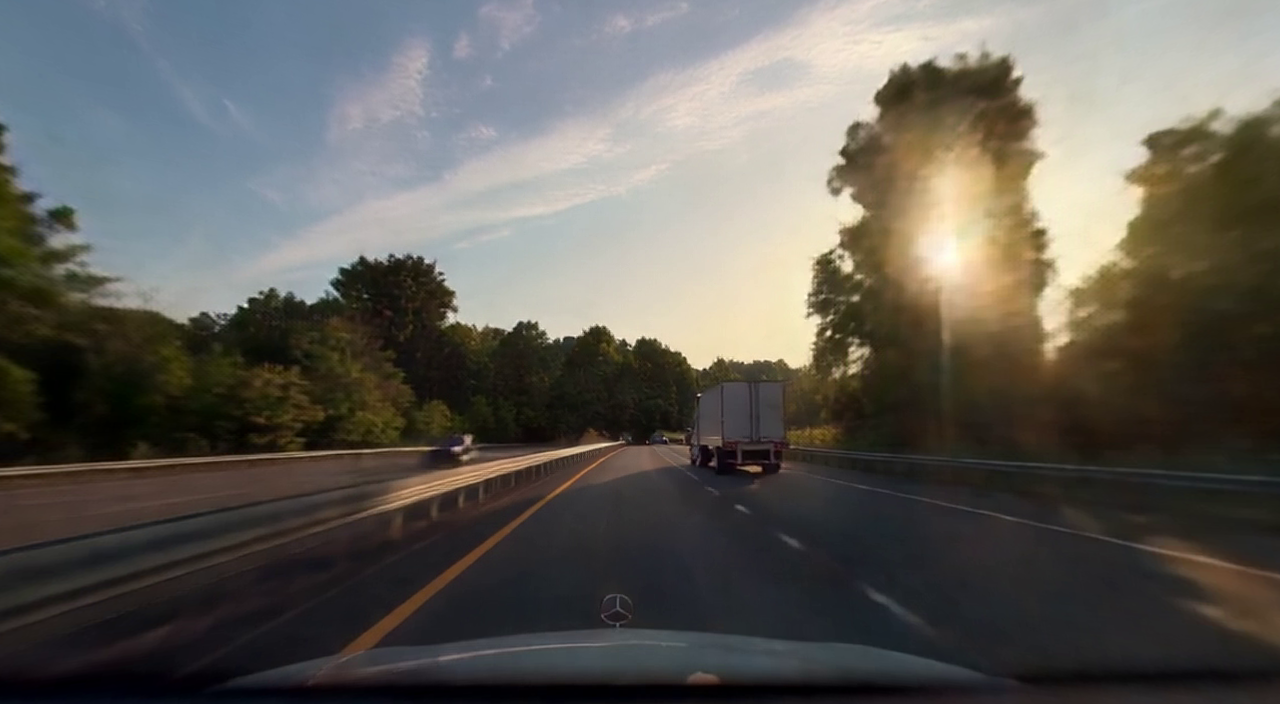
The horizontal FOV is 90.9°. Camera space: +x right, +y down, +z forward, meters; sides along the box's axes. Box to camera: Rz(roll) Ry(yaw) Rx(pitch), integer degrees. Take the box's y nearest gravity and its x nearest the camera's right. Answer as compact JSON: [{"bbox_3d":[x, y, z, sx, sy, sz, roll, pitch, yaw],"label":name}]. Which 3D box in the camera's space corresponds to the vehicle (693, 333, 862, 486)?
[{"bbox_3d":[4.172,2.396,23.528,2.951,4.007,13.976,0,-7,-1],"label":"vehicle"}]

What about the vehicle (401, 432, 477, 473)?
[{"bbox_3d":[-8.943,4.482,28.455,1.997,1.668,4.492,0,-8,0],"label":"vehicle"}]
